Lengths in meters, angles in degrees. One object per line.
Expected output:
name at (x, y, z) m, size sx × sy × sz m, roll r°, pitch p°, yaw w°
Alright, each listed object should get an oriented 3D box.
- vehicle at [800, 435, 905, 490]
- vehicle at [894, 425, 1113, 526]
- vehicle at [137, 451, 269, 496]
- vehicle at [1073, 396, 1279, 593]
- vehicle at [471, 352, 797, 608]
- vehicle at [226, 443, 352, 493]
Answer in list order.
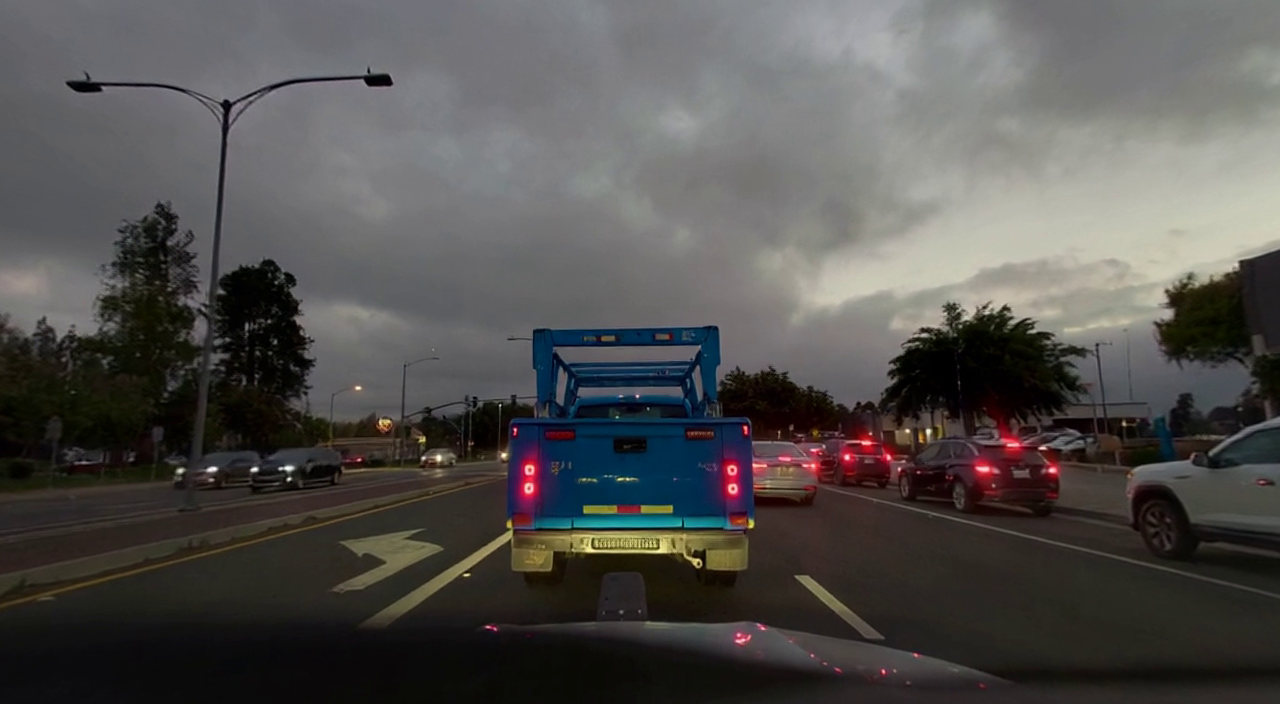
vehicle at (7.066, 3.733, 21.592) m, size 1.953 × 1.665 × 4.327 m, roll 0°, pitch -9°, yaw -2°
vehicle at (7.075, 2.432, 12.968) m, size 1.931 × 1.692 × 4.267 m, roll 0°, pitch -9°, yaw 0°
vehicle at (-16.041, 4.442, 23.521) m, size 1.805 × 1.466 × 4.341 m, roll 0°, pitch -9°, yaw 0°
vehicle at (6.812, 1.346, 6.106) m, size 2.023 × 1.771 × 4.488 m, roll 0°, pitch -9°, yaw 0°
vehicle at (-0.100, 1.475, 8.170) m, size 2.682 × 2.117 × 5.706 m, roll 0°, pitch -9°, yaw -1°
vehicle at (-12.381, 4.102, 22.695) m, size 1.928 × 1.591 × 4.509 m, roll 0°, pitch -9°, yaw 0°
